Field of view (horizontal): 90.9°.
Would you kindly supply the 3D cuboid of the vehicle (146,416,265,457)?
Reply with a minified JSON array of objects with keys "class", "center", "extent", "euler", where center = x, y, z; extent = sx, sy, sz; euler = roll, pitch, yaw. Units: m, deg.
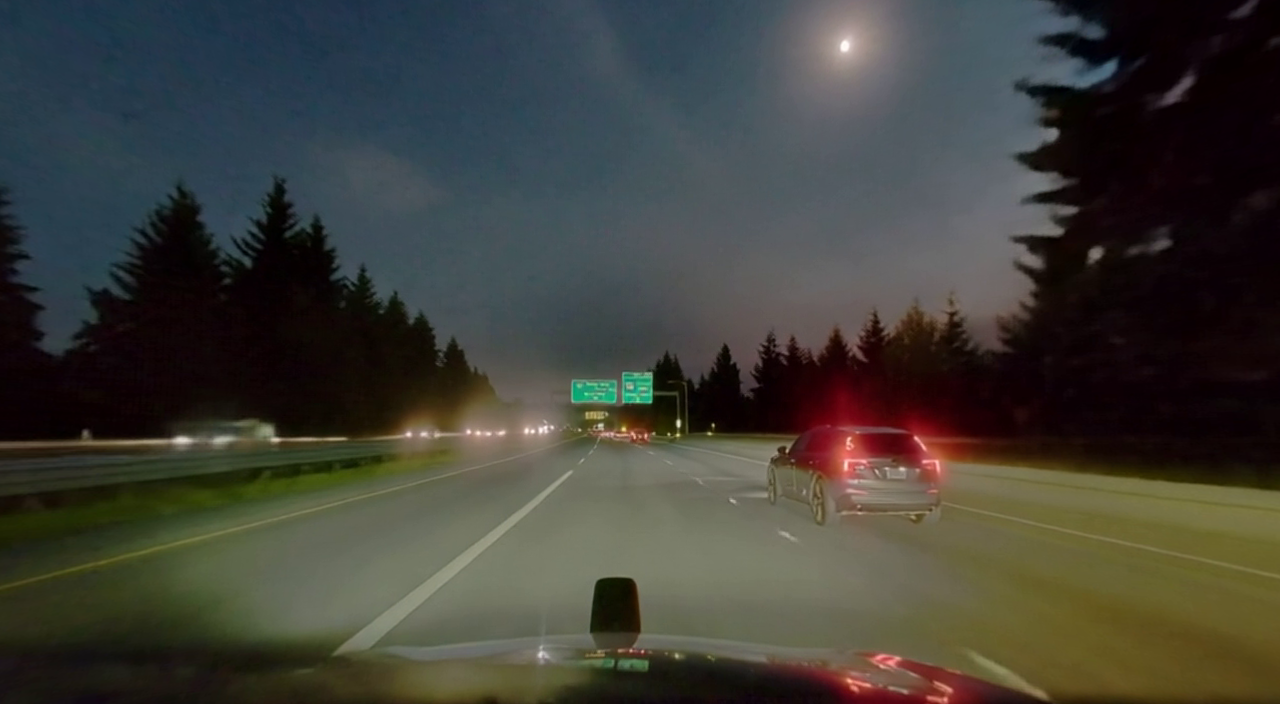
[{"class":"vehicle","center":[-17.459,3.424,25.584],"extent":[2.011,1.544,4.012],"euler":[0,-7,-2]}]
